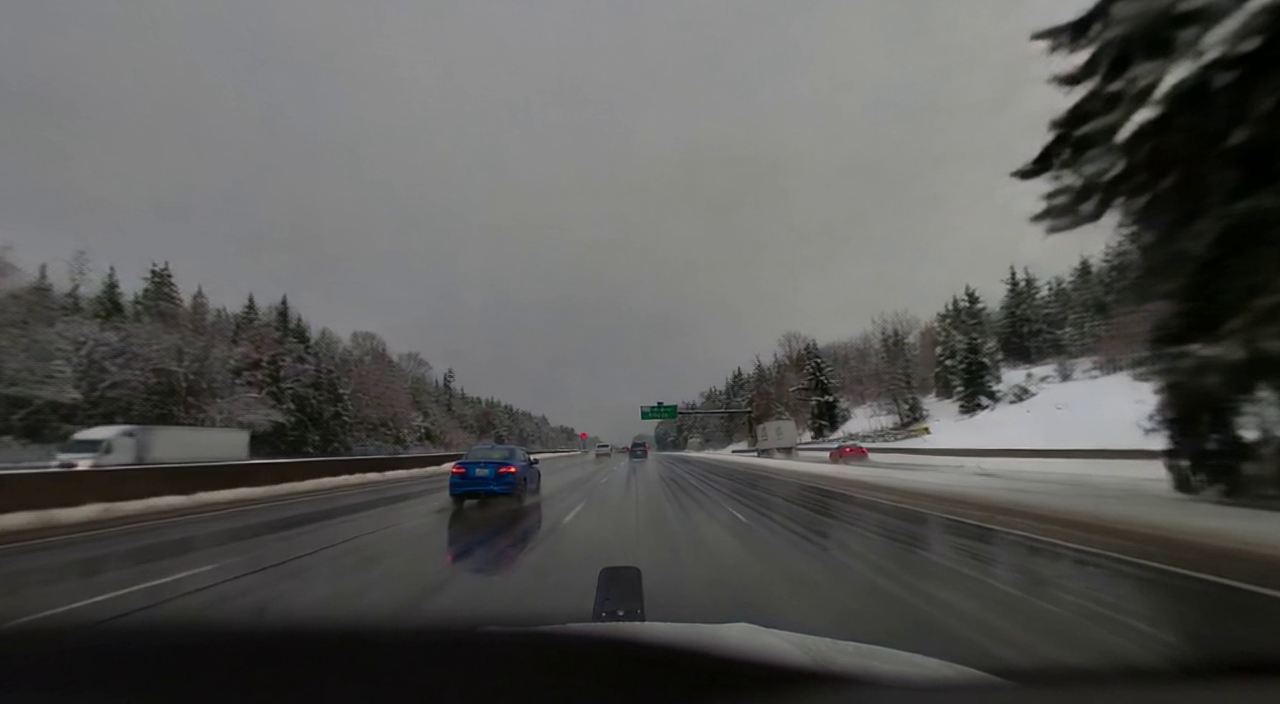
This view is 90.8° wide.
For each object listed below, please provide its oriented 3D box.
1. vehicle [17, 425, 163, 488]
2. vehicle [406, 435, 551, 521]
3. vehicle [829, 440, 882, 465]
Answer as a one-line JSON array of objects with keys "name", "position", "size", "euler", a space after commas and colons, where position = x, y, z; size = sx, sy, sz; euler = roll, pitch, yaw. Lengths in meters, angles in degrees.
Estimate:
[{"name": "vehicle", "position": [-38.767, 7.373, 45.103], "size": [3.070, 4.029, 8.396], "euler": [0, -9, -3]}, {"name": "vehicle", "position": [-3.266, 2.645, 13.714], "size": [2.020, 1.554, 4.137], "euler": [0, -9, 0]}, {"name": "vehicle", "position": [15.740, 7.390, 46.528], "size": [2.081, 1.707, 4.756], "euler": [0, -9, -2]}]
